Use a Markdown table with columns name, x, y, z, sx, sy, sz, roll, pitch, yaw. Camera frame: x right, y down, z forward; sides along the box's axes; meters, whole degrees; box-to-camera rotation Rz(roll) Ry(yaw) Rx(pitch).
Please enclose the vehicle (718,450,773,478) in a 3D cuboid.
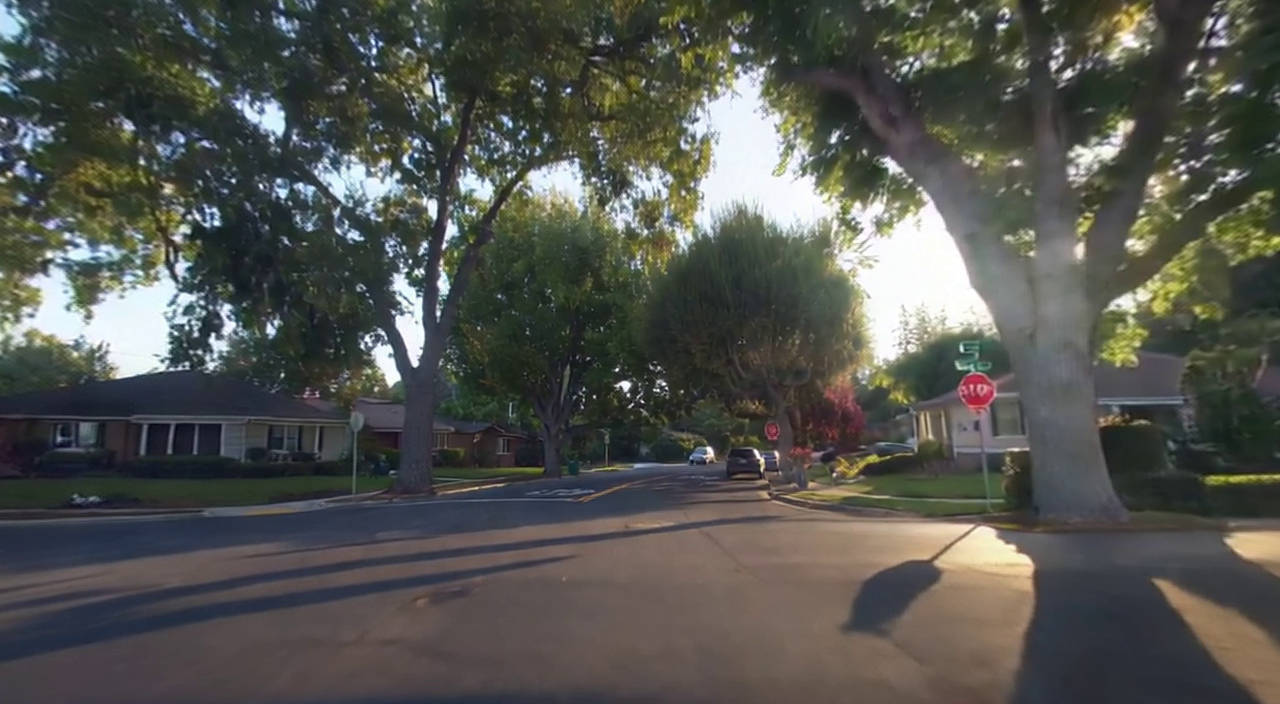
| name | x | y | z | sx | sy | sz | roll | pitch | yaw |
| --- | --- | --- | --- | --- | --- | --- | --- | --- | --- |
| vehicle | 6.986 | 7.252 | 41.236 | 2.692 | 1.649 | 4.689 | -3 | -9 | 20 |
